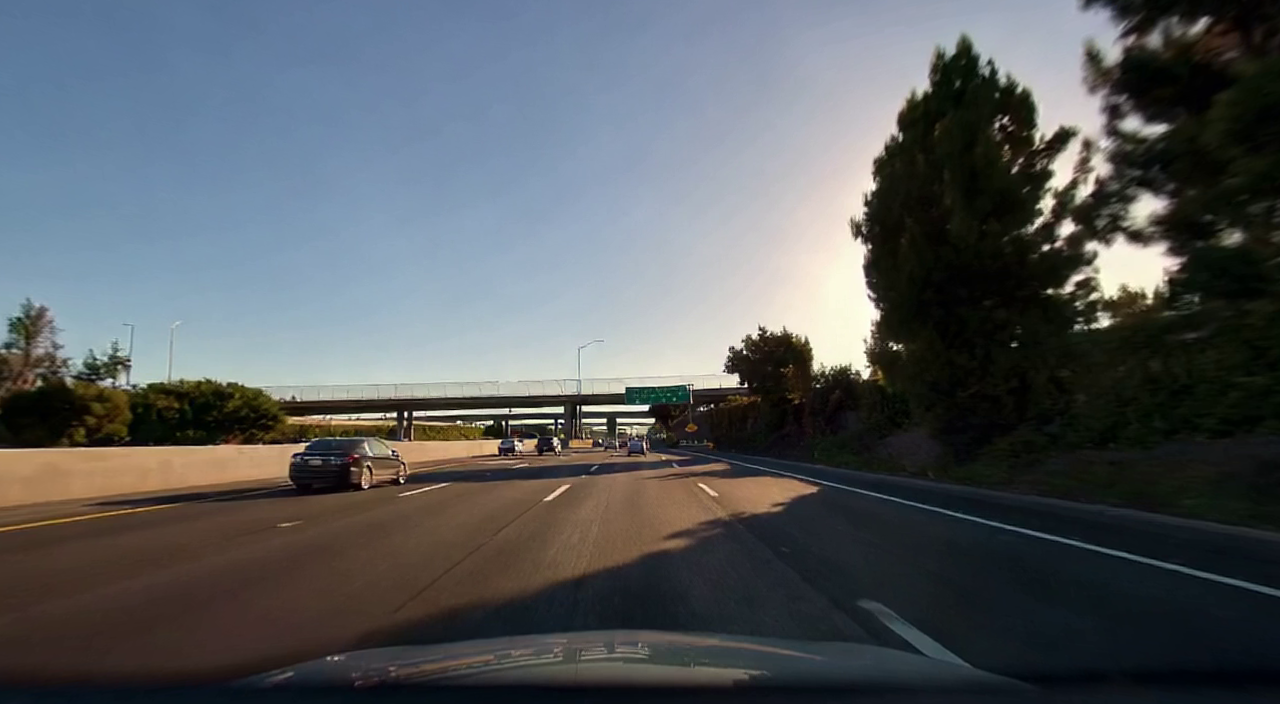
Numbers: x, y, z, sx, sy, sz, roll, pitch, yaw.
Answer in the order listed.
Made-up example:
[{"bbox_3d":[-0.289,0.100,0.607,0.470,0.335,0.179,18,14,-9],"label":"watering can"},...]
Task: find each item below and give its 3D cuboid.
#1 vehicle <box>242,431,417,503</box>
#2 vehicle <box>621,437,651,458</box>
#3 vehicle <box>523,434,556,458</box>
[{"bbox_3d":[-7.388,2.768,15.701,1.994,1.487,4.605,0,-8,0],"label":"vehicle"},{"bbox_3d":[-0.316,7.114,47.238,2.086,1.472,4.168,0,-8,-1],"label":"vehicle"},{"bbox_3d":[-7.854,7.387,49.816,1.971,1.715,4.329,0,-8,0],"label":"vehicle"}]
